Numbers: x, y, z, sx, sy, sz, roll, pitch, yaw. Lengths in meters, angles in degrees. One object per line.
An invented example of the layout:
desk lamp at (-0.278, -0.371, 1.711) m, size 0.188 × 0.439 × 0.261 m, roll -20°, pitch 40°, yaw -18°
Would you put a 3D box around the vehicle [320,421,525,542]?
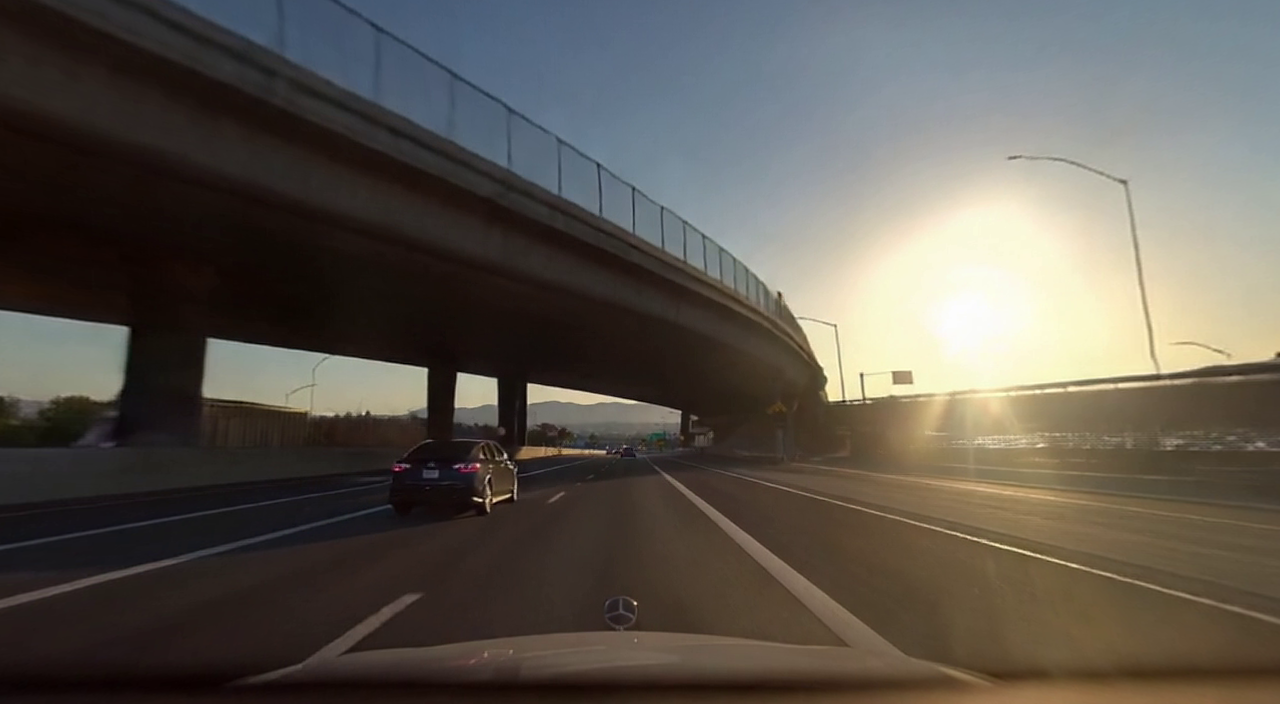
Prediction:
vehicle at (-3.498, 2.167, 11.226) m, size 2.178 × 1.699 × 4.321 m, roll 0°, pitch -8°, yaw -2°
